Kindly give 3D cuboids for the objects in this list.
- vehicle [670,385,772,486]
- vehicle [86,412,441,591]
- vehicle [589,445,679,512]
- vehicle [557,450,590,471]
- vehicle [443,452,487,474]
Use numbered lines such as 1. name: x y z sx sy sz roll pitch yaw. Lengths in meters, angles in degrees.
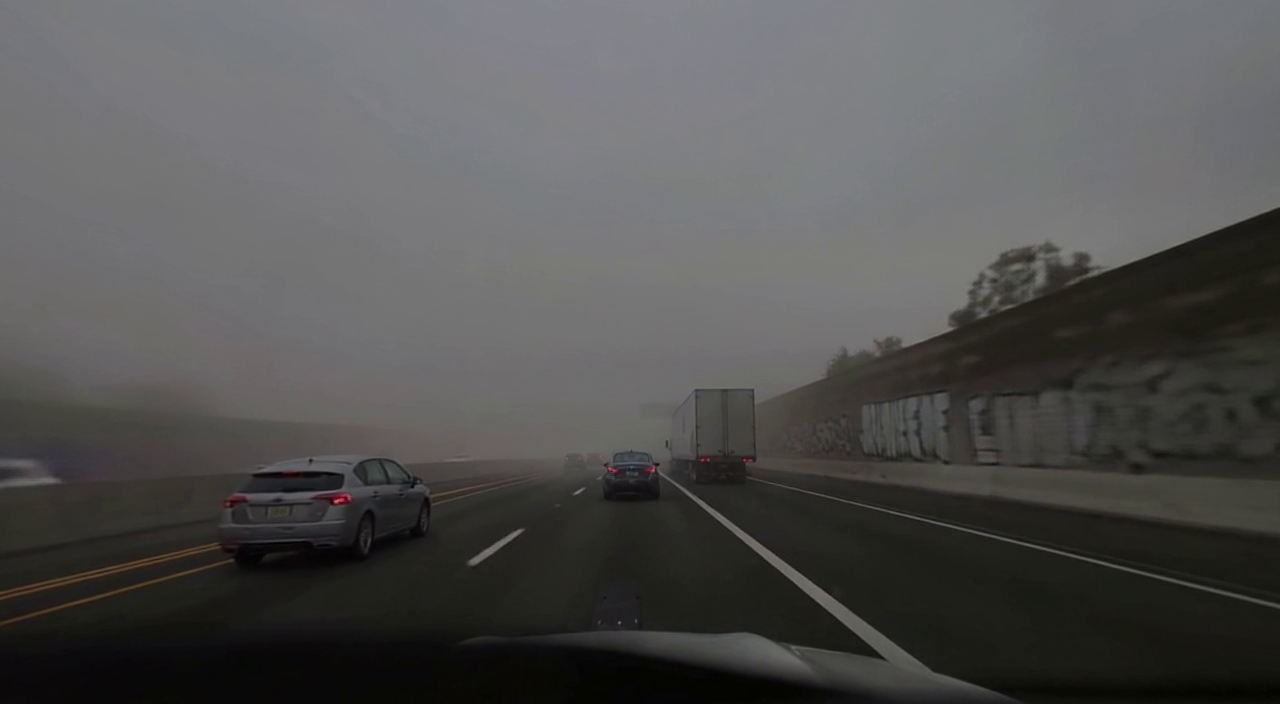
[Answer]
1. vehicle: 3.580 4.400 32.372 2.902 4.014 14.446 0 -9 -2
2. vehicle: -4.491 1.837 8.657 1.988 1.750 4.711 0 -9 0
3. vehicle: -0.182 3.166 16.225 2.033 1.468 4.015 0 -9 -1
4. vehicle: -4.967 8.164 47.514 2.067 1.481 4.085 0 -9 0
5. vehicle: -12.726 8.060 45.891 1.946 1.474 4.374 -1 -9 0
